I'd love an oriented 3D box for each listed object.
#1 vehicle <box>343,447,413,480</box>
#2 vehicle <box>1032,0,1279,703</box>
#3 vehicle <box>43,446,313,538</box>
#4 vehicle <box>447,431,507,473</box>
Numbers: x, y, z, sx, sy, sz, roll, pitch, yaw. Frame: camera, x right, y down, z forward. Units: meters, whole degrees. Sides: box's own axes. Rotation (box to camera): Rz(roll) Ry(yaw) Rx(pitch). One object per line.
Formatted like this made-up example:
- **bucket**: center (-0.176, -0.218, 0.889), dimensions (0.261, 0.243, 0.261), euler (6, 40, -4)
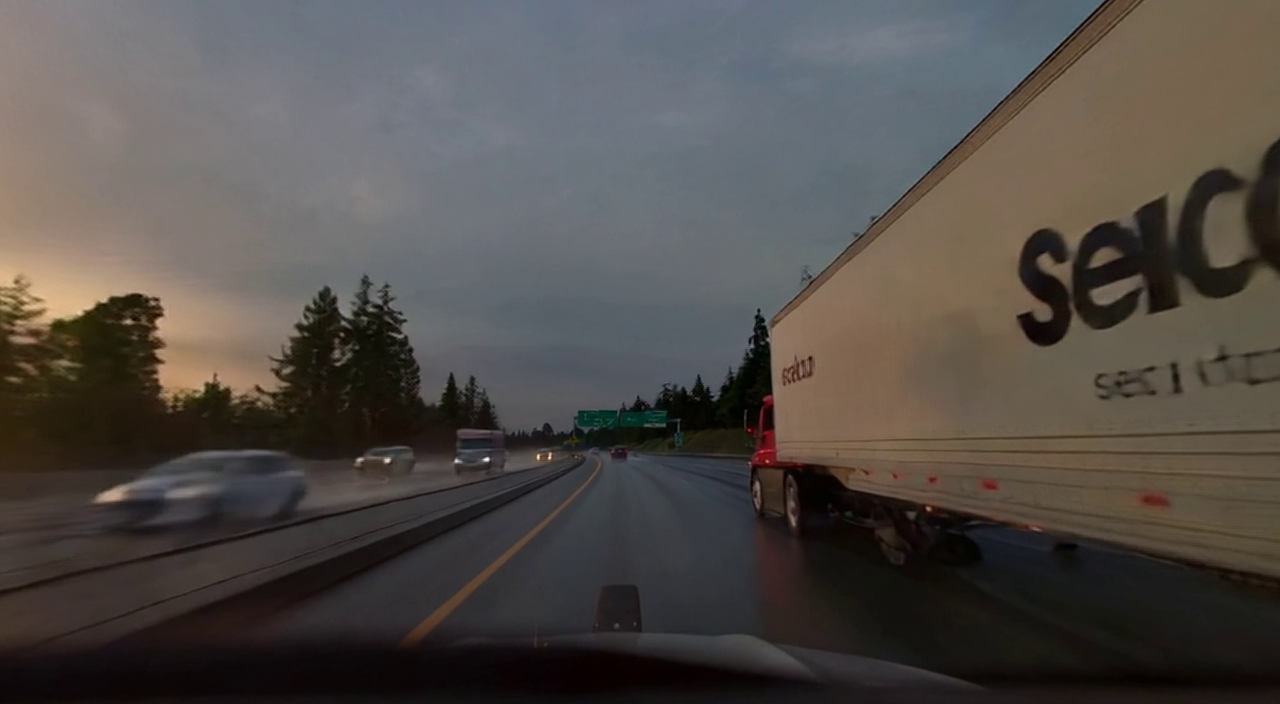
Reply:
- **vehicle**: center (-13.775, 5.868, 33.189), dimensions (1.957, 1.613, 4.051), euler (0, -9, 0)
- **vehicle**: center (4.519, -0.658, 0.495), dimensions (2.892, 3.928, 8.380), euler (1, -9, 0)
- **vehicle**: center (-9.099, 2.751, 13.061), dimensions (2.095, 1.529, 4.706), euler (0, -9, -1)
- **vehicle**: center (-10.587, 6.555, 41.367), dimensions (2.491, 2.522, 5.985), euler (0, -9, -2)
